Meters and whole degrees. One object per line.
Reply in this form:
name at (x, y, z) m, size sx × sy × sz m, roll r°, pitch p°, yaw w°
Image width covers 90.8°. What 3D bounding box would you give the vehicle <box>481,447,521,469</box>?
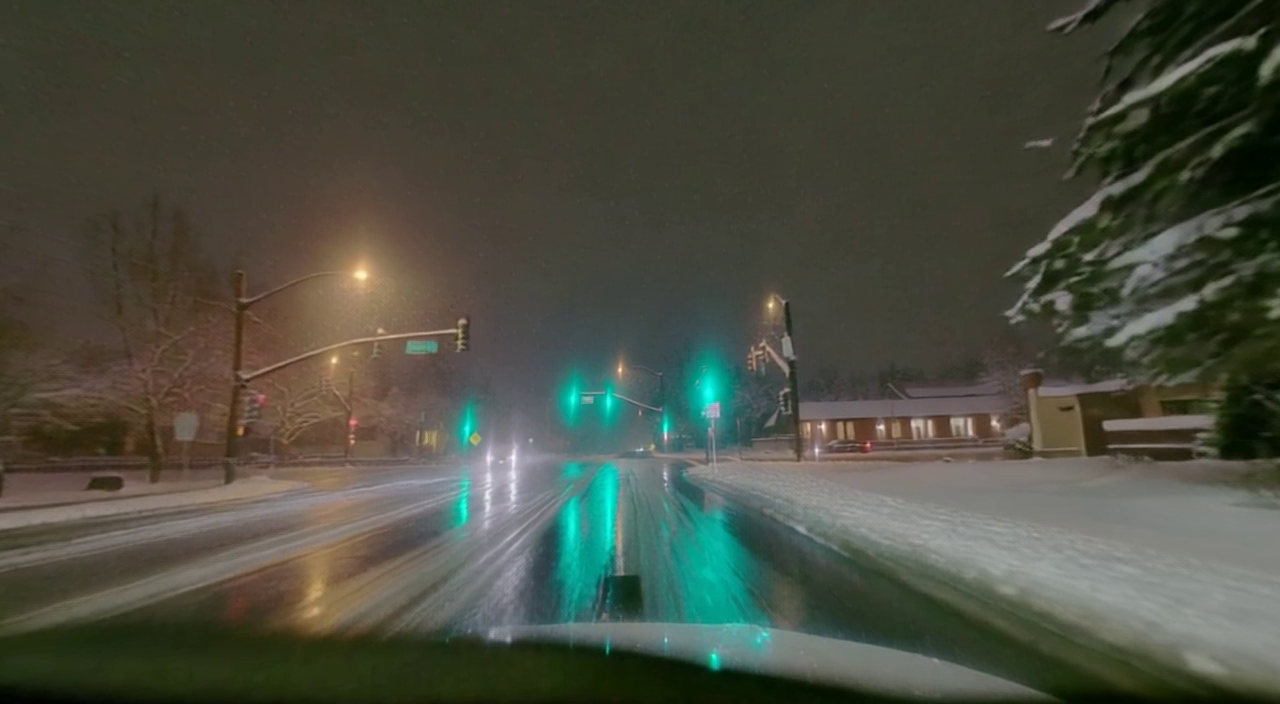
vehicle at (-10.693, 8.159, 48.871) m, size 2.035 × 1.461 × 4.465 m, roll -4°, pitch -9°, yaw 0°
